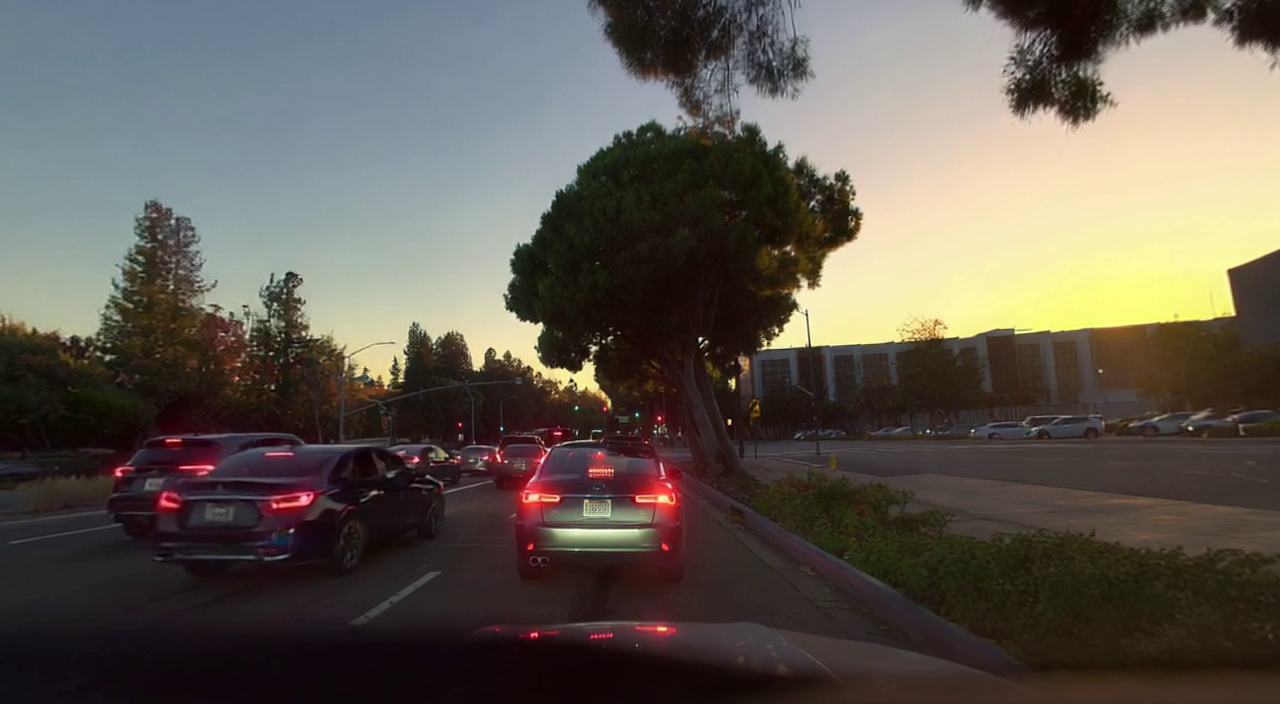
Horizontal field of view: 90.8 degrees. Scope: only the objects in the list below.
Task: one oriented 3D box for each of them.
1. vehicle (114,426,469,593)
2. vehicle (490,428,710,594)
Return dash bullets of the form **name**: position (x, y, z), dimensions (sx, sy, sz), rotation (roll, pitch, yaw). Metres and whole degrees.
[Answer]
- **vehicle**: position (-3.853, 1.796, 8.175), dimensions (1.913, 1.521, 4.539), rotation (0, -9, 1)
- **vehicle**: position (-0.388, 1.799, 8.000), dimensions (2.066, 1.544, 3.954), rotation (0, -9, 0)
